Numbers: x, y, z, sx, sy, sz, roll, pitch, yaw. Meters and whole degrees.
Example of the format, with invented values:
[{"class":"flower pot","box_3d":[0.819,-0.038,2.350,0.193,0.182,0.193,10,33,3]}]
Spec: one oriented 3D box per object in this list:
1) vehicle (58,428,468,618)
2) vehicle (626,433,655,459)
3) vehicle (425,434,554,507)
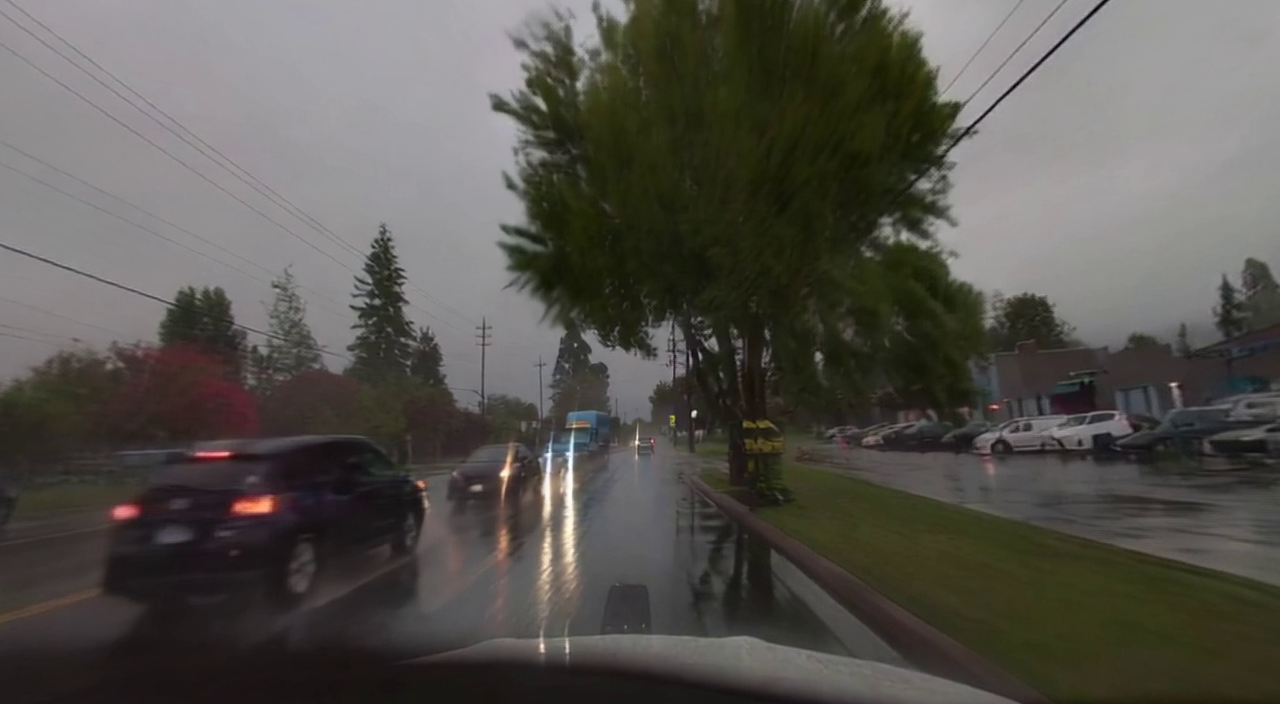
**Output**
[{"class":"vehicle","box_3d":[-3.517,1.642,7.040,1.998,1.466,4.124,0,-8,0]},{"class":"vehicle","box_3d":[0.013,7.287,48.817,2.117,1.861,4.095,0,-8,0]},{"class":"vehicle","box_3d":[-3.403,2.769,15.244,1.972,1.486,4.547,0,-8,1]}]
